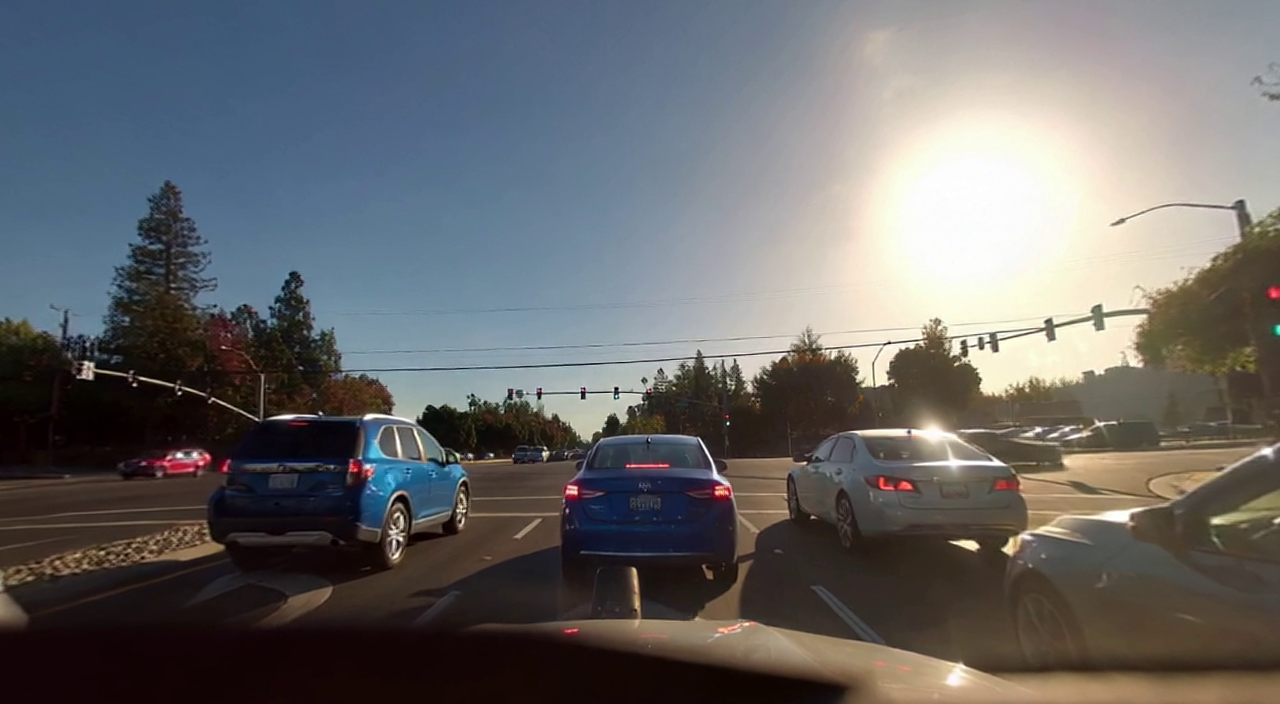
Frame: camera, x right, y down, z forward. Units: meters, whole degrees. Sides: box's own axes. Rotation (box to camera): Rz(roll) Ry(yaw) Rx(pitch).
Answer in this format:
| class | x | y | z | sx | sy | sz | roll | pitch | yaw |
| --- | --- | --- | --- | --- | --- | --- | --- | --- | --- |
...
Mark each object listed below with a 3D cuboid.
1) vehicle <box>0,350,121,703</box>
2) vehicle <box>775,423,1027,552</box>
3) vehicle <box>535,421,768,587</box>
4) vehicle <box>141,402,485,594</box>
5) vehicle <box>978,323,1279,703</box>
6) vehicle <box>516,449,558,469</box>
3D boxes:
| class | x | y | z | sx | sy | sz | roll | pitch | yaw |
| --- | --- | --- | --- | --- | --- | --- | --- | --- | --- |
| vehicle | -3.337 | 0.555 | 0.500 | 2.034 | 1.655 | 4.465 | 0 | -9 | 0 |
| vehicle | 3.537 | 1.921 | 9.647 | 1.874 | 1.487 | 4.404 | 0 | -9 | -1 |
| vehicle | 0.049 | 1.689 | 7.826 | 2.114 | 1.482 | 4.056 | 0 | -9 | -2 |
| vehicle | -3.428 | 1.618 | 7.793 | 1.958 | 1.693 | 4.242 | 0 | -9 | 0 |
| vehicle | 3.289 | 0.709 | 1.854 | 2.178 | 1.691 | 4.314 | 0 | -9 | 0 |
| vehicle | -7.961 | 8.184 | 48.408 | 1.996 | 1.442 | 4.629 | 4 | -9 | -24 |
